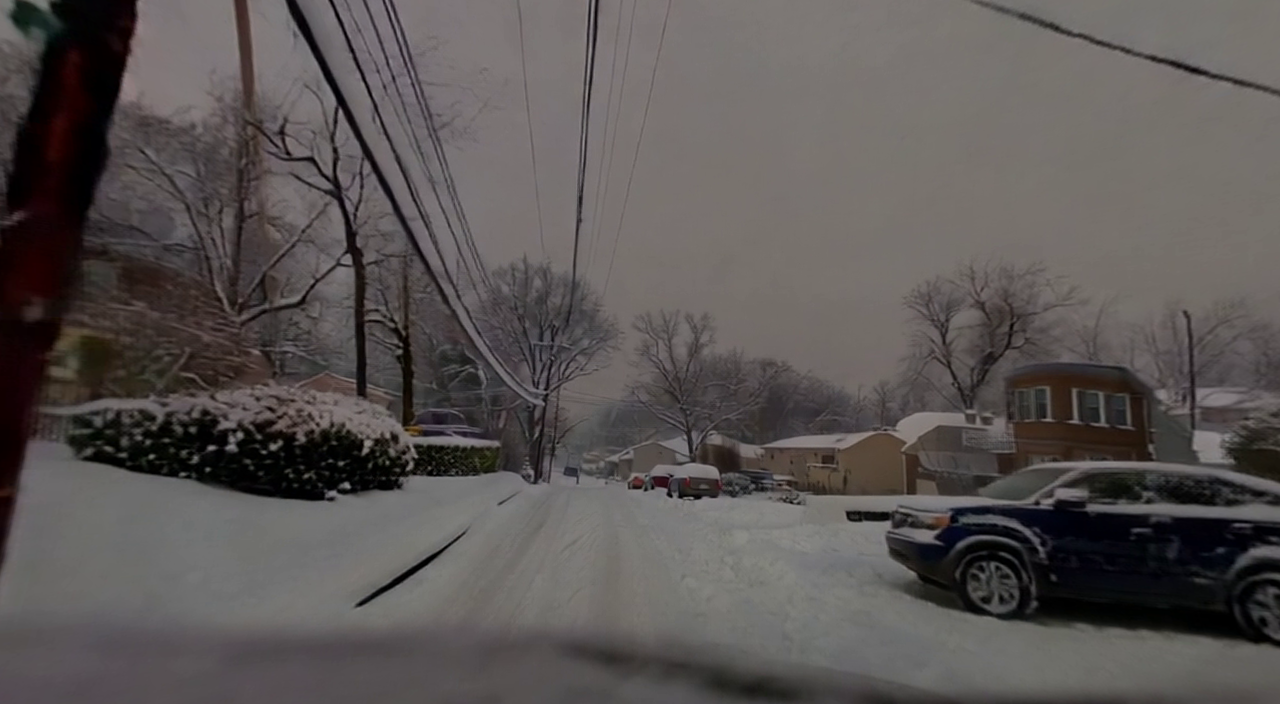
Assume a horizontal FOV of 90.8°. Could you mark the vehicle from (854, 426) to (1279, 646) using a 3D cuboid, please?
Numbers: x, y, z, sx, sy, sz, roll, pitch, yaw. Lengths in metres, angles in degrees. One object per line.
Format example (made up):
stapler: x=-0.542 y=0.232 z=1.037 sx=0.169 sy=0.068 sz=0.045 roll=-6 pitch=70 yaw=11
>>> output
vehicle: x=5.034 y=1.958 z=7.032 sx=4.501 sy=1.678 sz=2.078 roll=7 pitch=-9 yaw=-1

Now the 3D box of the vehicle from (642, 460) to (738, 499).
vehicle: x=2.445 y=6.320 z=31.547 sx=4.413 sy=1.728 sz=1.869 roll=1 pitch=-8 yaw=-9
